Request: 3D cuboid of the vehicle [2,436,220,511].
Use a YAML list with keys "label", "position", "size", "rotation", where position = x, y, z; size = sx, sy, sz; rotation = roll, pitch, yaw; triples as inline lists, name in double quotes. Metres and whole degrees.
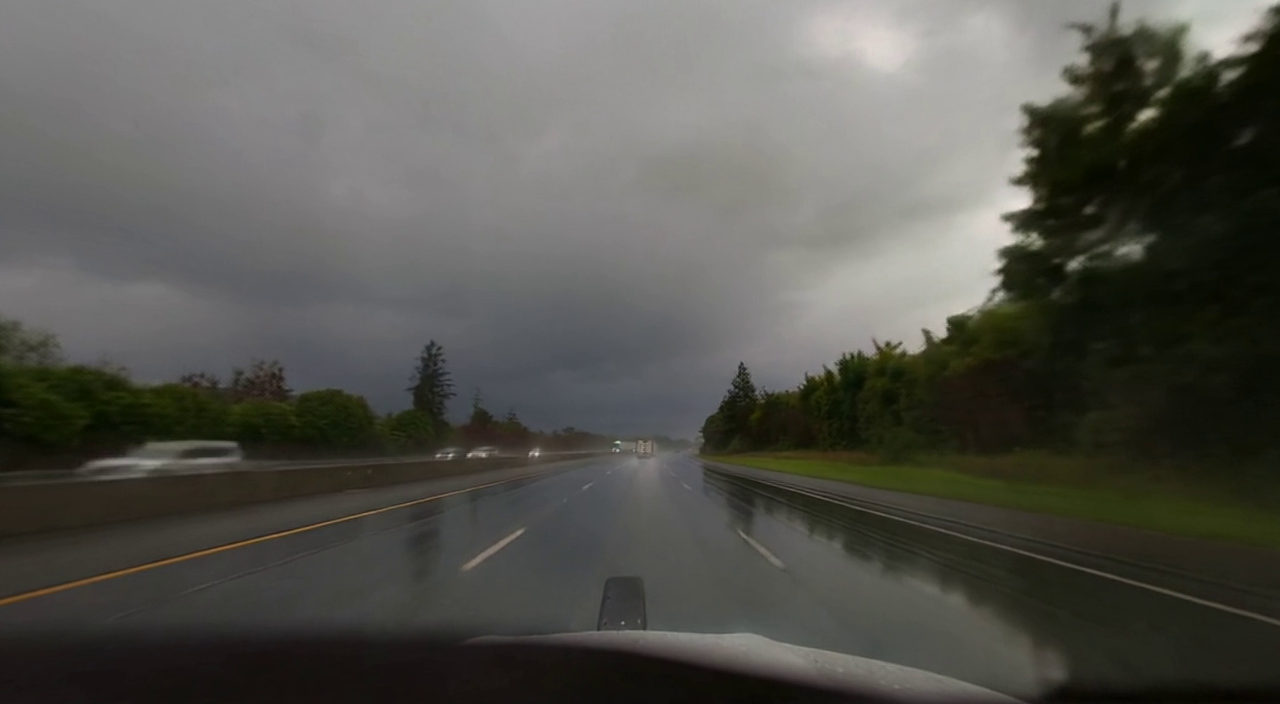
- label: "vehicle"
  position: [-15.383, 3.534, 18.863]
  size: [2.011, 1.912, 5.110]
  rotation: [0, -9, 0]
